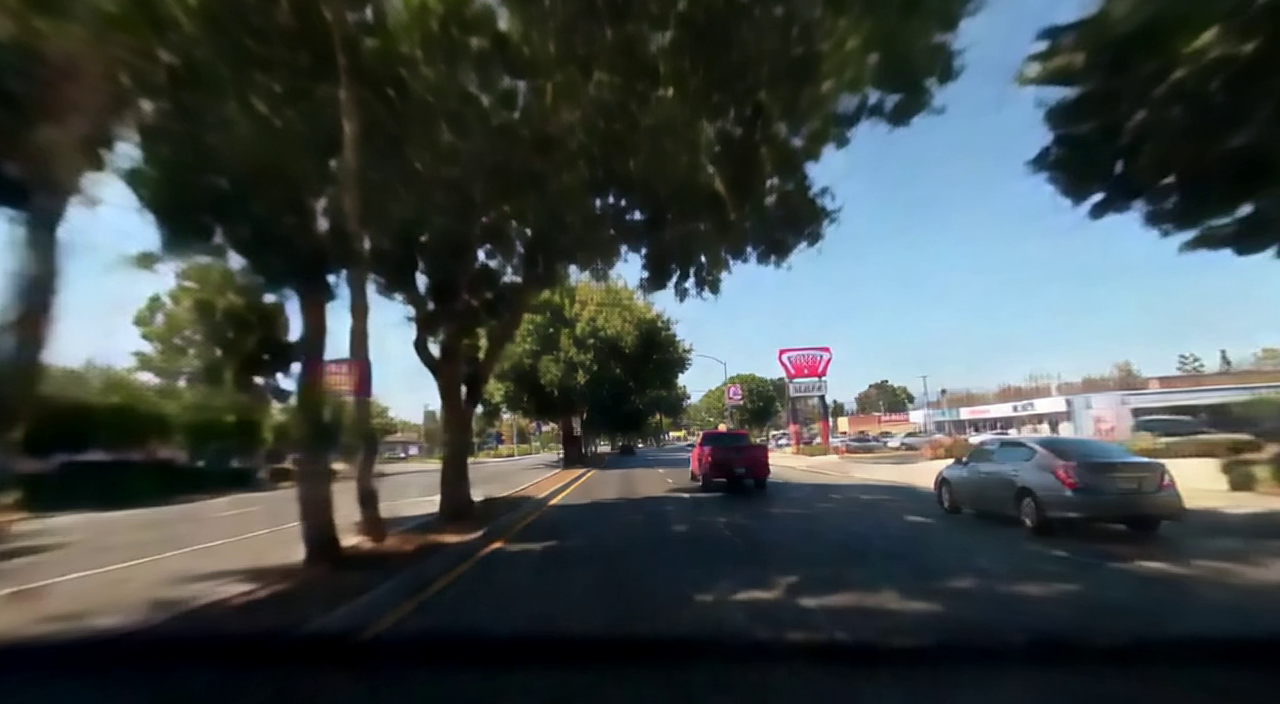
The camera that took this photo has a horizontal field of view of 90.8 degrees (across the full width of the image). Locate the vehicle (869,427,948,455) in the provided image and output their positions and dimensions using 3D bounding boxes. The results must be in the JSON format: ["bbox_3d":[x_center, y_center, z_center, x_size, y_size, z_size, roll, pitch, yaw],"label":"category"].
[{"bbox_3d":[17.597,5.869,41.540,4.262,1.714,2.084,-1,-8,6],"label":"vehicle"}]

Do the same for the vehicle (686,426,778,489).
[{"bbox_3d":[2.808,3.384,20.607,2.214,1.749,4.998,0,-8,0],"label":"vehicle"}]

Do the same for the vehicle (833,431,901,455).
[{"bbox_3d":[17.393,6.988,48.477,4.345,1.707,2.046,0,-8,-3],"label":"vehicle"}]

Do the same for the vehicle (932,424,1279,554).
[{"bbox_3d":[6.504,1.911,9.586,1.986,1.480,4.296,0,-8,-1],"label":"vehicle"}]
